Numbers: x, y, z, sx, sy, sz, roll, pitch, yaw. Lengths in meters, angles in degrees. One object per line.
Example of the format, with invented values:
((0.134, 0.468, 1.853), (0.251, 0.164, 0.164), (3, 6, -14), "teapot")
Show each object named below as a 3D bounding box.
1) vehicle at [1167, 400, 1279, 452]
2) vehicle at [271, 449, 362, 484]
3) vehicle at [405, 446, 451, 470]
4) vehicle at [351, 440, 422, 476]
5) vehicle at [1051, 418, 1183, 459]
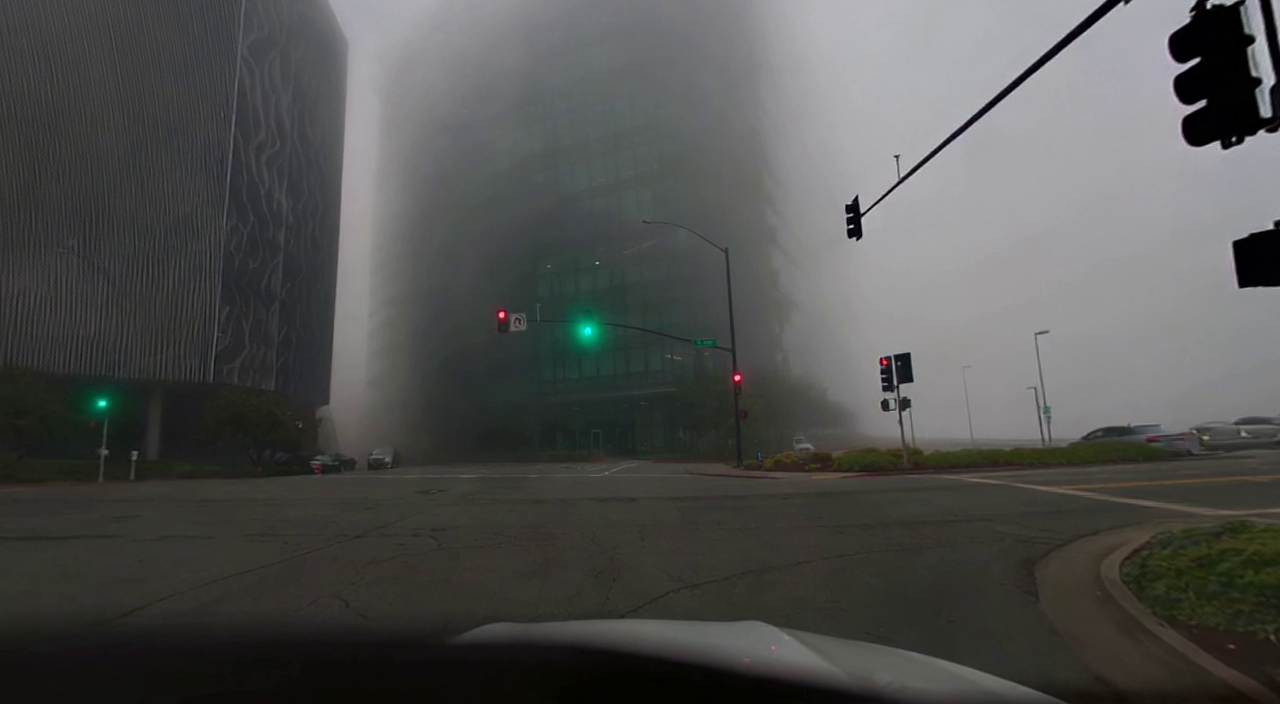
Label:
((24.403, 3.019, 25.178), (2.109, 1.836, 5.080), (-2, -10, 0), "vehicle")
((-14.828, 5.243, 29.202), (1.790, 1.437, 4.349), (0, -9, 2), "vehicle")
((-15.141, 7.612, 45.263), (1.932, 1.605, 4.146), (1, -9, -1), "vehicle")
((-14.886, 6.256, 37.372), (2.091, 1.915, 5.040), (0, -9, 0), "vehicle")
((19.064, 3.523, 25.485), (1.834, 1.480, 4.458), (0, -9, -1), "vehicle")
